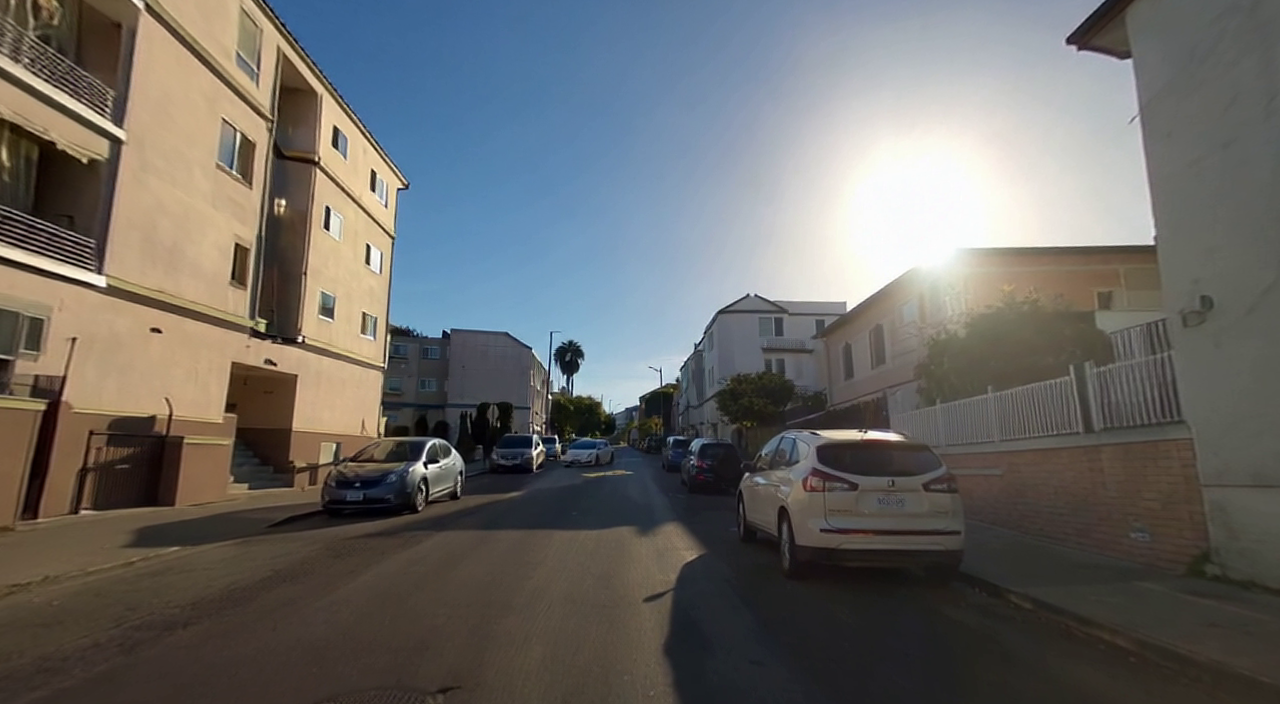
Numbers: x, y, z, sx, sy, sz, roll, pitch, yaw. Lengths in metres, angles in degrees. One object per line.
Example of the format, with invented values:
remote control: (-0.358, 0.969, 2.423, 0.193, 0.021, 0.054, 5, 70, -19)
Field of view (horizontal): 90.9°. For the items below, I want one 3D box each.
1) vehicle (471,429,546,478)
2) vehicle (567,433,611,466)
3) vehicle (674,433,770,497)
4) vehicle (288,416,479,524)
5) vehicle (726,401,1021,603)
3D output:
vehicle: (-4.834, 3.808, 23.729, 1.942, 1.521, 3.761, 5, -9, 0)
vehicle: (-2.455, 4.789, 31.127, 1.845, 1.544, 3.388, 0, -8, 0)
vehicle: (1.992, 2.877, 16.586, 1.786, 1.447, 4.314, 0, -8, -2)
vehicle: (-4.549, 2.199, 12.041, 1.883, 1.499, 4.426, 6, -10, -3)
vehicle: (2.235, 1.524, 7.313, 1.839, 1.678, 3.918, 0, -8, -1)
